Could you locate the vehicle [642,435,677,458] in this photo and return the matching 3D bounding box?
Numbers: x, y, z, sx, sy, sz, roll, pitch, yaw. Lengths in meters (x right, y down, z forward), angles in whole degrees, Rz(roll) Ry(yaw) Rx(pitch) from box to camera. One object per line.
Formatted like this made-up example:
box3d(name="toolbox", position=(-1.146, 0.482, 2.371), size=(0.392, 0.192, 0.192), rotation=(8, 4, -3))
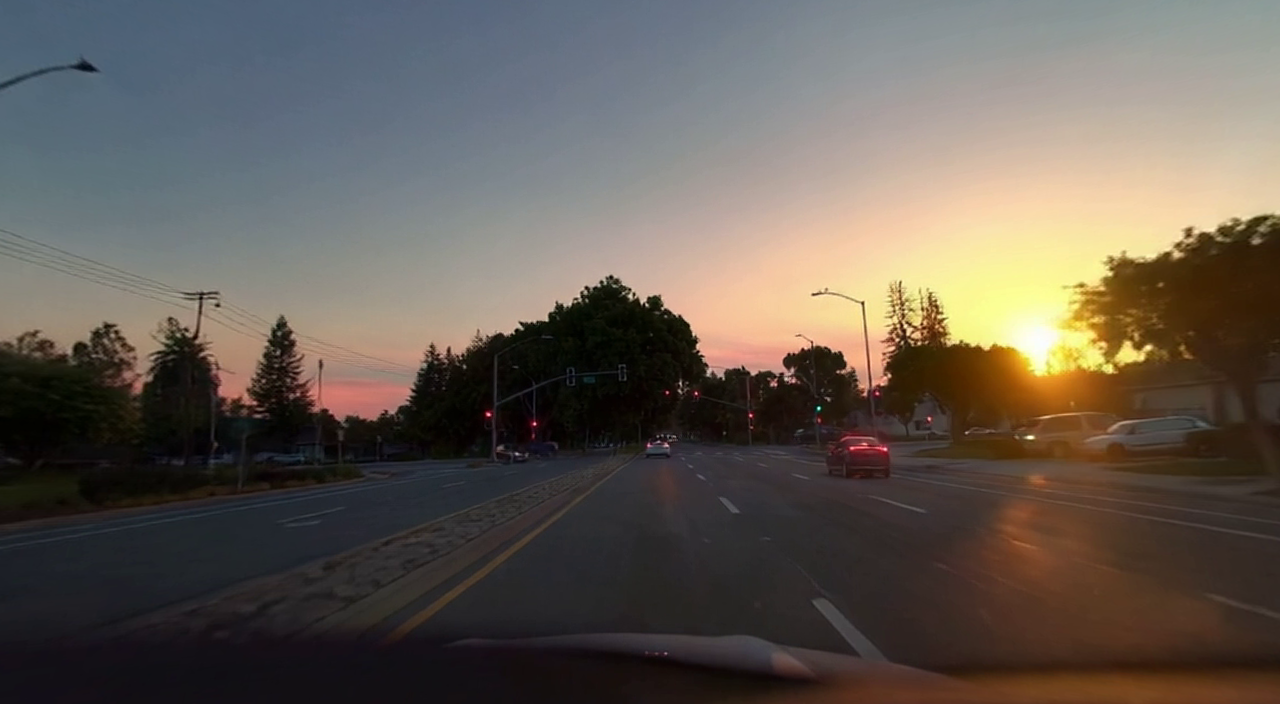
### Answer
box3d(name="vehicle", position=(1.498, 6.987, 46.603), size=(2.074, 1.570, 3.647), rotation=(0, -8, 9))
